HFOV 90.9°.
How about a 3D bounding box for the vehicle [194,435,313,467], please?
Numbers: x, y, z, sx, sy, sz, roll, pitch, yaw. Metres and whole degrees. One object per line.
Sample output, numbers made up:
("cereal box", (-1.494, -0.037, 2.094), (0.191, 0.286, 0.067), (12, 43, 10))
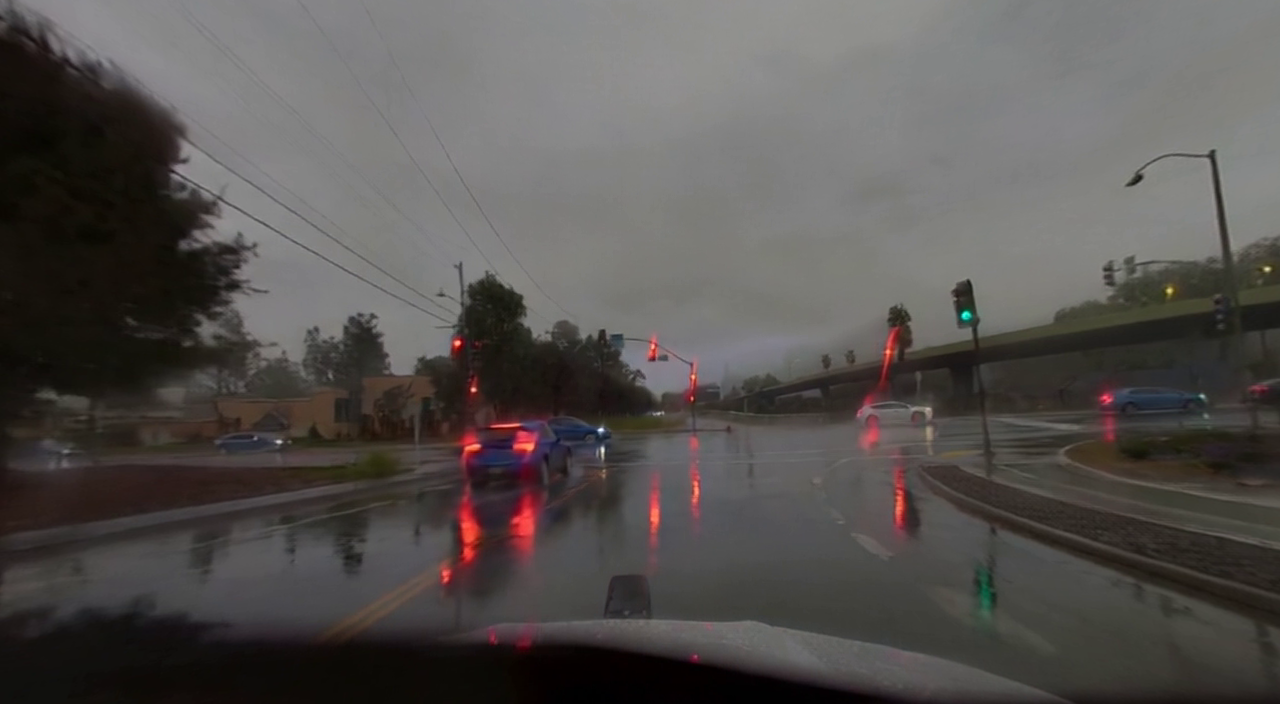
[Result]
("vehicle", (-19.056, 4.899, 31.218), (4.610, 1.476, 2.021), (-1, -9, 5))

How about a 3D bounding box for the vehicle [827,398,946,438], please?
("vehicle", (11.083, 3.023, 28.659), (4.636, 1.668, 1.935), (-1, -9, 7))

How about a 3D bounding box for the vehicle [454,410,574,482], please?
("vehicle", (-3.305, 2.631, 17.603), (1.928, 1.726, 4.704), (-1, -9, 6))

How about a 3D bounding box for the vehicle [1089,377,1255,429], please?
("vehicle", (22.841, 2.272, 27.272), (4.950, 2.022, 2.221), (-1, -9, 5))

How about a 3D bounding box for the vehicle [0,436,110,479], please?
("vehicle", (-30.393, 5.379, 32.238), (4.928, 1.843, 2.055), (-3, -4, 5))
